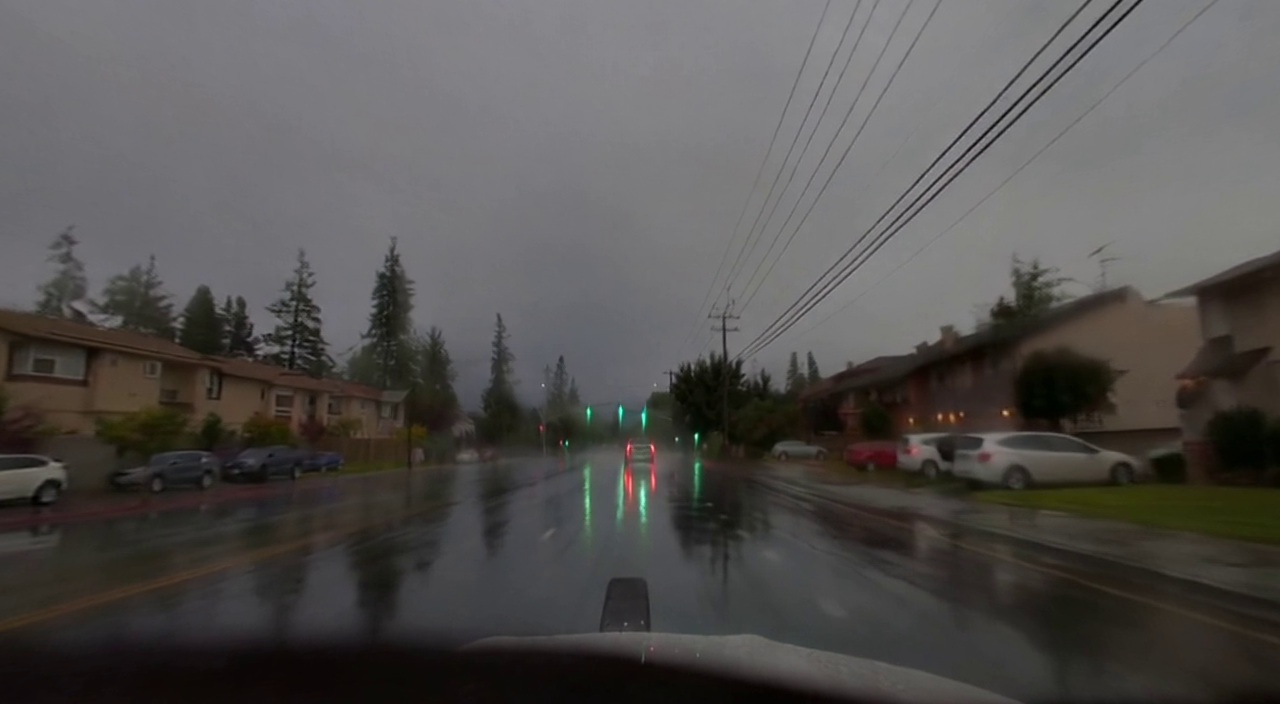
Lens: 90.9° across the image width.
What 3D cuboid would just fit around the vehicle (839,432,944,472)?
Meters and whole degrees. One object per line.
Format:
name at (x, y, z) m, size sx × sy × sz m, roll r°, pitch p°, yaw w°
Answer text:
vehicle at (12.664, 5.049, 31.923) m, size 4.412 × 1.878 × 2.048 m, roll -1°, pitch -8°, yaw -1°

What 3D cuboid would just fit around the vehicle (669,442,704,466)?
vehicle at (3.138, 6.983, 43.294) m, size 2.002 × 1.511 × 4.124 m, roll 1°, pitch -9°, yaw 0°

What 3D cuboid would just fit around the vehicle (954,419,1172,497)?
vehicle at (11.668, 2.952, 17.729) m, size 4.305 × 1.997 × 2.453 m, roll 0°, pitch -9°, yaw -1°

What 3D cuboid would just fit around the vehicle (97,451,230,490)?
vehicle at (-20.099, 4.993, 26.919) m, size 2.050 × 1.501 × 4.588 m, roll 0°, pitch -9°, yaw 1°

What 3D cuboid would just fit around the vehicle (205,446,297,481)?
vehicle at (-20.260, 5.813, 33.104) m, size 1.973 × 1.700 × 4.475 m, roll 0°, pitch -9°, yaw -1°

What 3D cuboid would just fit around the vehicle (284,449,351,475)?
vehicle at (-20.436, 6.951, 40.156) m, size 1.865 × 1.506 × 4.706 m, roll 0°, pitch -9°, yaw -1°

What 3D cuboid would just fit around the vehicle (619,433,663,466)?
vehicle at (0.072, 6.577, 42.689) m, size 2.769 × 2.087 × 5.130 m, roll 0°, pitch -9°, yaw 0°
